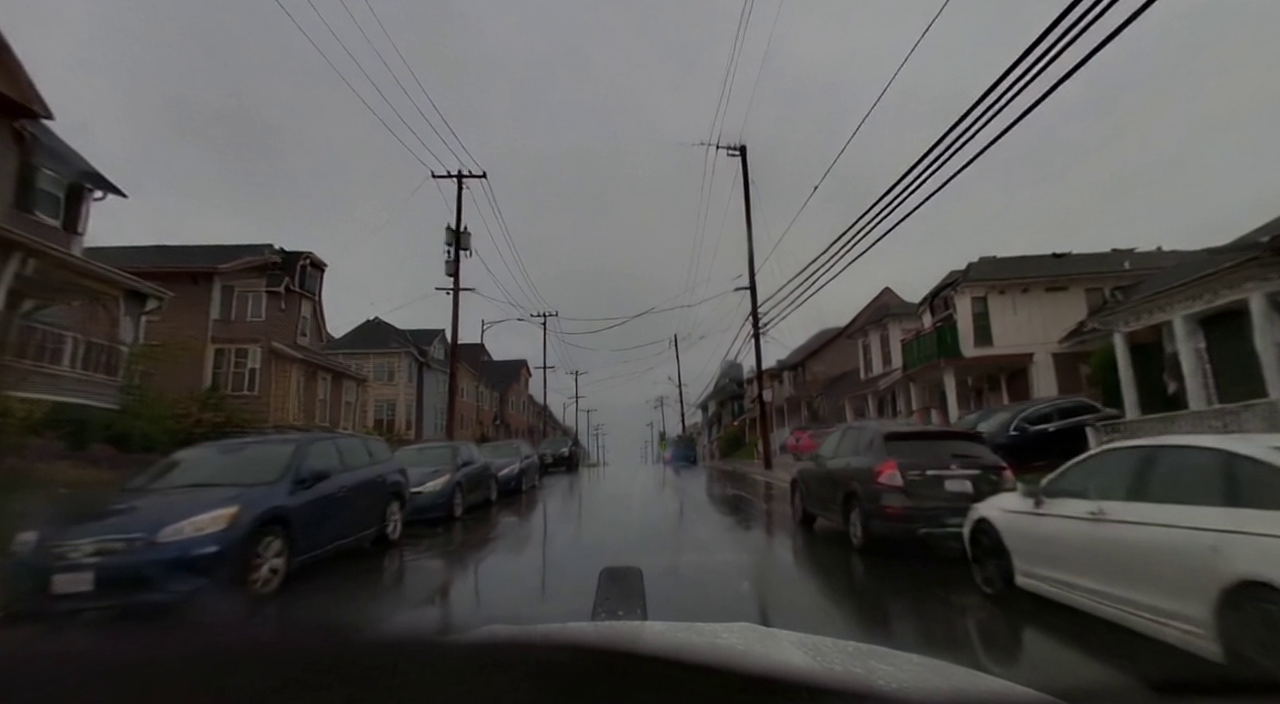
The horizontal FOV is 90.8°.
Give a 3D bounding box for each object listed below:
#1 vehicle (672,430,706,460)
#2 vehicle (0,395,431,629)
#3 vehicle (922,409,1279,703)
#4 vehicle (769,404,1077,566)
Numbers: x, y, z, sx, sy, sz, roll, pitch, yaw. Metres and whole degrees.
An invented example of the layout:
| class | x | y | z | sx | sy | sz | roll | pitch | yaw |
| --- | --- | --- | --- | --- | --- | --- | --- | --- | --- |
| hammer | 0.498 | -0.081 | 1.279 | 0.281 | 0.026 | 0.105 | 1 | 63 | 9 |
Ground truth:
| class | x | y | z | sx | sy | sz | roll | pitch | yaw |
| --- | --- | --- | --- | --- | --- | --- | --- | --- | --- |
| vehicle | 3.774 | 7.296 | 49.397 | 2.343 | 2.229 | 4.199 | 0 | -8 | 0 |
| vehicle | -4.186 | 1.613 | 7.252 | 2.031 | 1.708 | 4.746 | -2 | -9 | -1 |
| vehicle | 3.652 | 1.119 | 3.725 | 2.083 | 1.407 | 4.506 | 0 | -8 | 3 |
| vehicle | 3.405 | 1.695 | 8.815 | 1.957 | 1.644 | 4.433 | 1 | -8 | -4 |
